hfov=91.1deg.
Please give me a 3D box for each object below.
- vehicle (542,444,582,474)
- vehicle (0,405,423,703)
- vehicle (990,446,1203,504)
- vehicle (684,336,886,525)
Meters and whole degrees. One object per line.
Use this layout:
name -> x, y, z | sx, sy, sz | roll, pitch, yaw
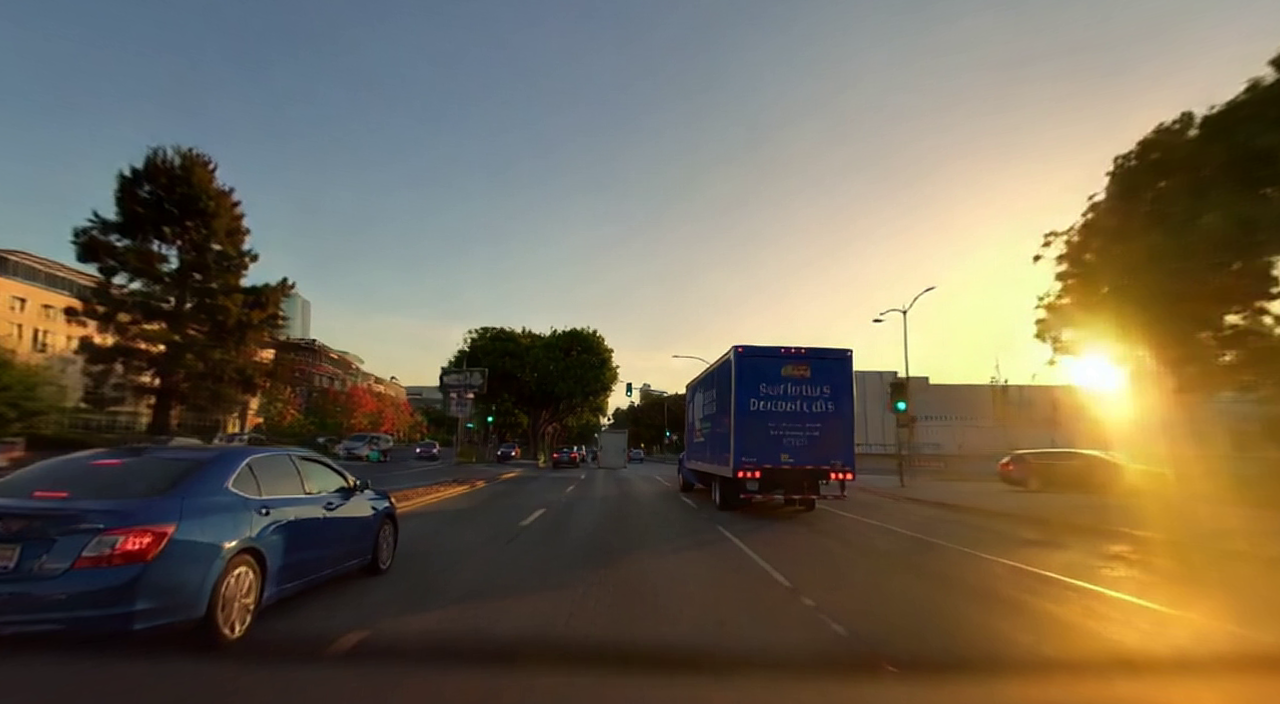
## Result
vehicle -> -4.932, 6.808, 40.068 | 2.388, 1.811, 4.455 | 1, -9, -6
vehicle -> -3.458, 1.349, 5.035 | 1.828, 1.515, 4.422 | 0, -9, 0
vehicle -> 16.223, 4.375, 22.756 | 5.670, 1.895, 2.219 | -2, -9, 15
vehicle -> 3.089, 2.152, 16.405 | 2.905, 3.644, 8.441 | 0, -9, -2
